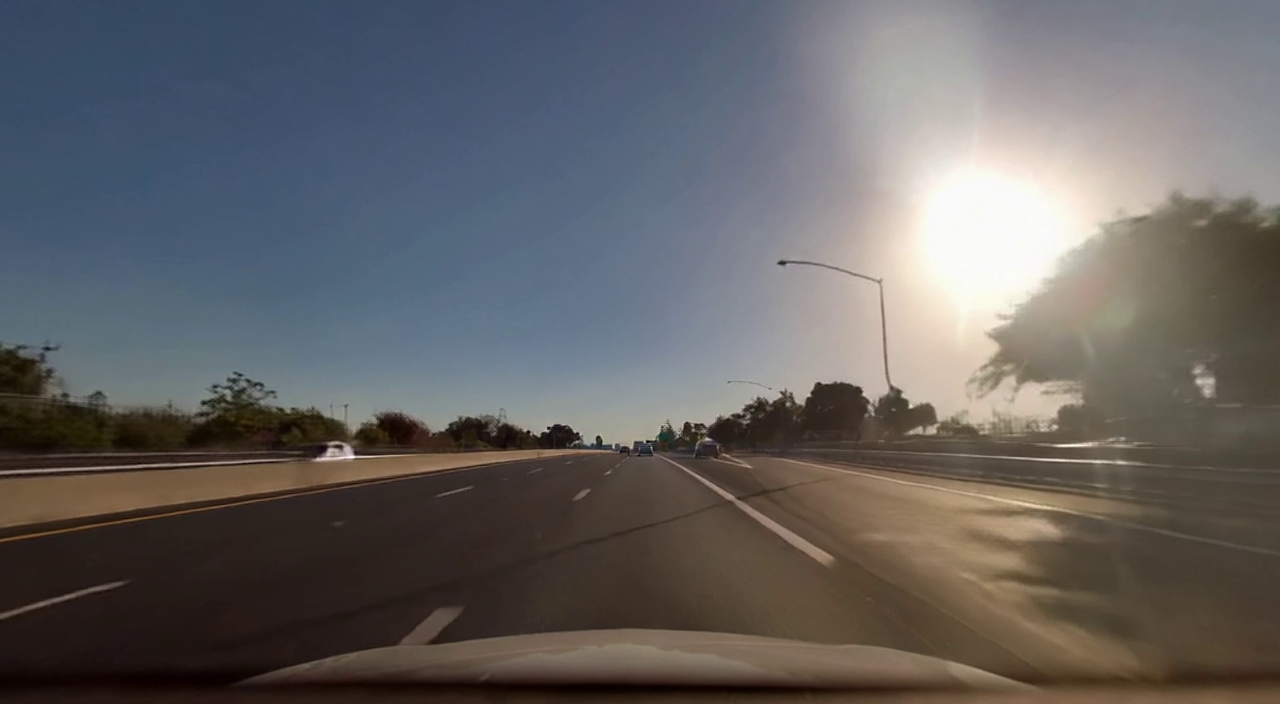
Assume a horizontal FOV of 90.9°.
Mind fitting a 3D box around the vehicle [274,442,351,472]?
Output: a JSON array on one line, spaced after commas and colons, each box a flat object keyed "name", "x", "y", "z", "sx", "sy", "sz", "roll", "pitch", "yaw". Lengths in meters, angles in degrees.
[{"name": "vehicle", "x": -20.985, "y": 6.753, "z": 40.741, "sx": 2.119, "sy": 1.756, "sz": 5.273, "roll": -1, "pitch": -8, "yaw": 0}]
